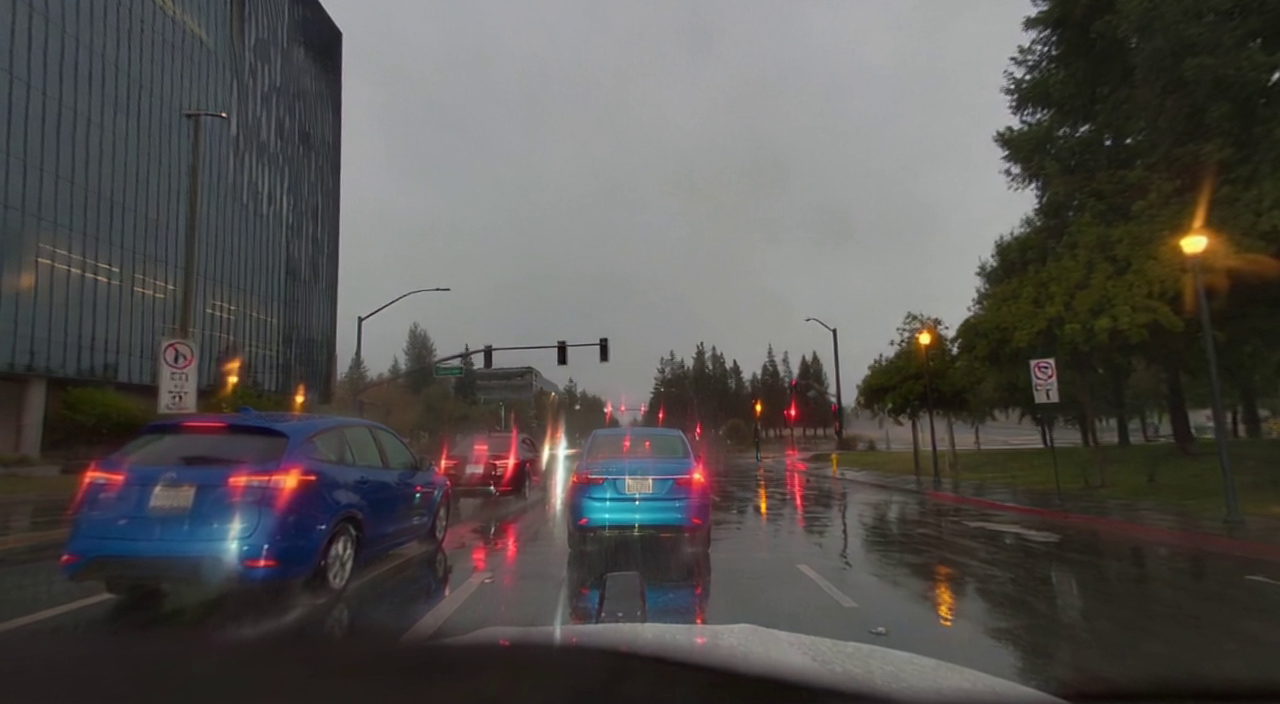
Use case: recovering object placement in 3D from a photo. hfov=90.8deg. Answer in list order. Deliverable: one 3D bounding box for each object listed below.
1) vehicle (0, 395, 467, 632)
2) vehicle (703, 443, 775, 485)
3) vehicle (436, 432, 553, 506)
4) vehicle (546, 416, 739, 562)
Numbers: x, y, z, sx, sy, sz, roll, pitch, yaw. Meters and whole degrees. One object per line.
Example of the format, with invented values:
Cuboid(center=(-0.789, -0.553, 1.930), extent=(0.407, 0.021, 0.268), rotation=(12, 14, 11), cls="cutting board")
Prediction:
Cuboid(center=(-3.562, 1.483, 6.808), extent=(2.083, 1.691, 4.398), rotation=(0, -8, 1), cls="vehicle")
Cuboid(center=(3.714, 4.261, 24.456), extent=(2.082, 1.445, 4.426), rotation=(0, -8, 0), cls="vehicle")
Cuboid(center=(-3.620, 2.992, 16.586), extent=(2.068, 1.678, 4.199), rotation=(0, -8, 0), cls="vehicle")
Cuboid(center=(0.005, 1.881, 9.402), extent=(2.207, 1.659, 4.155), rotation=(0, -8, -1), cls="vehicle")
